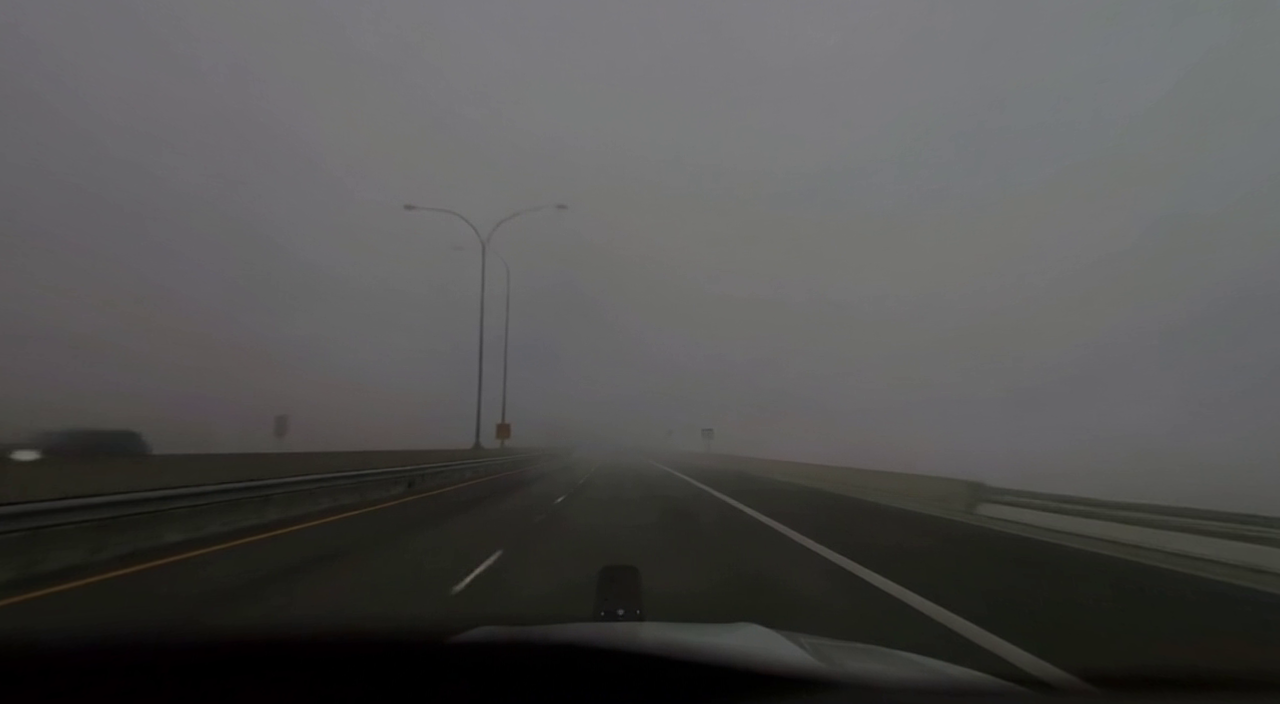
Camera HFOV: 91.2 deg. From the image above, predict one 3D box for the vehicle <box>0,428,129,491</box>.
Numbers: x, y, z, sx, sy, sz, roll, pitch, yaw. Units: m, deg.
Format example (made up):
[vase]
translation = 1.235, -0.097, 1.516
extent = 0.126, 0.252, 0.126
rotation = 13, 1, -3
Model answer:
[vehicle]
translation = -17.198, 3.026, 17.744
extent = 1.891, 1.576, 4.205
rotation = 0, -9, -1
